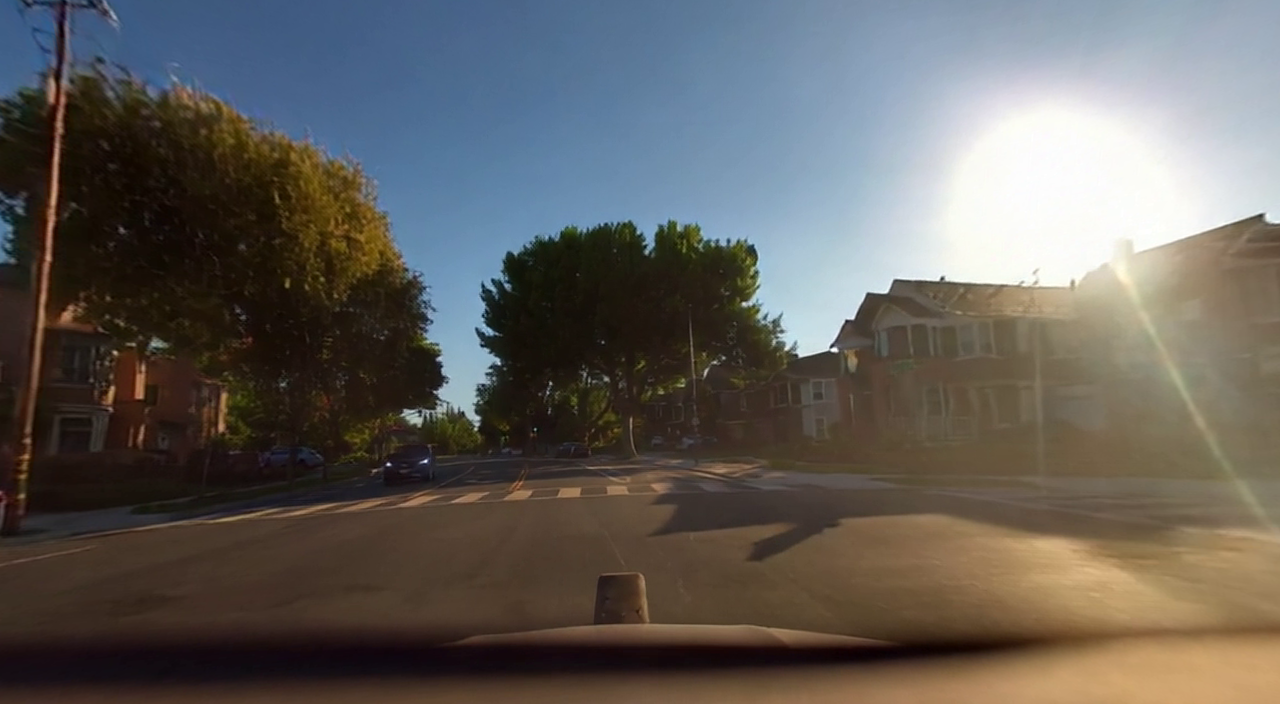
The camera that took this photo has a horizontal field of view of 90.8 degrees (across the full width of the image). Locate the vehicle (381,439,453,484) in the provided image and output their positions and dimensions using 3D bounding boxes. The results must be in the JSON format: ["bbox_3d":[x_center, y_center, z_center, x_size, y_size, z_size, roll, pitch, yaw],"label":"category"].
[{"bbox_3d":[-9.950,4.902,28.584,2.247,1.801,4.672,1,-9,-9],"label":"vehicle"}]
